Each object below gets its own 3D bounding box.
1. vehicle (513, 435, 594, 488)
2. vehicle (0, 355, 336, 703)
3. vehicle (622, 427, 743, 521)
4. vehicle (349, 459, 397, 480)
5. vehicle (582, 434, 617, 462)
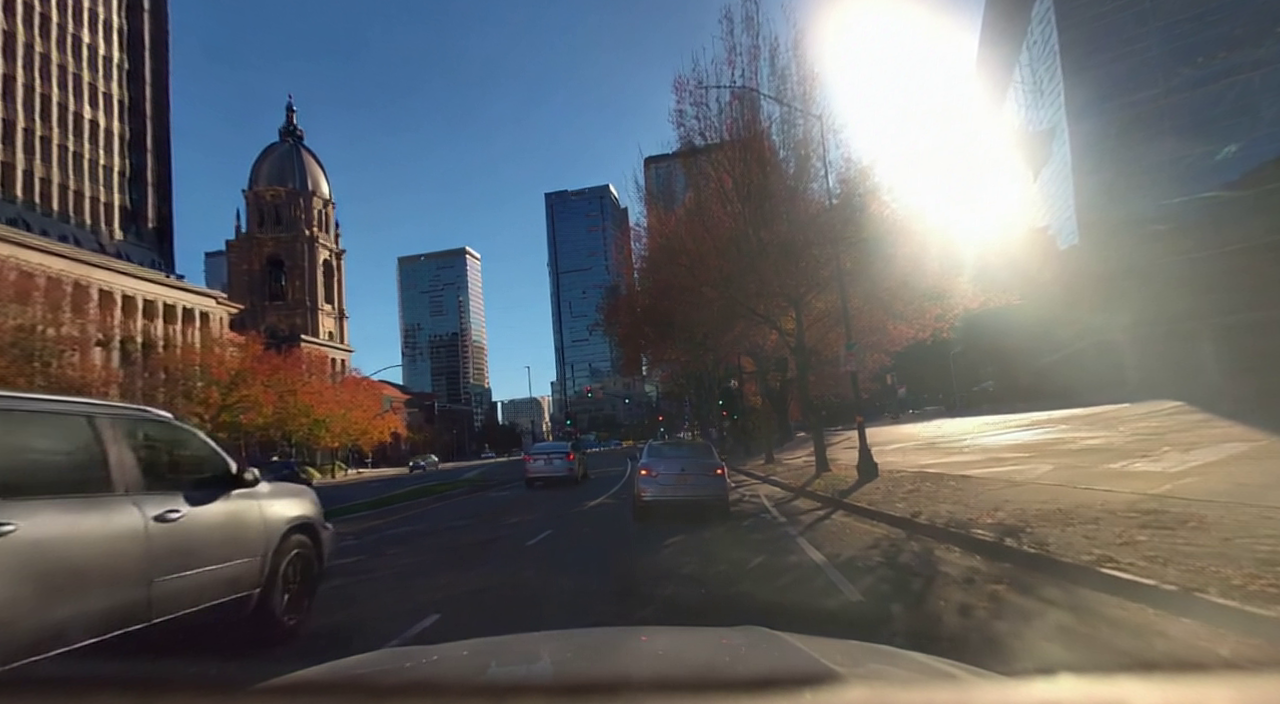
[{"bbox_3d":[-2.668,3.510,20.477,1.961,1.517,4.202,0,-8,1],"label":"vehicle"},{"bbox_3d":[-3.275,0.931,2.919,1.848,1.641,3.686,0,-8,0],"label":"vehicle"},{"bbox_3d":[0.662,2.244,12.074,1.933,1.504,3.802,0,-8,0],"label":"vehicle"},{"bbox_3d":[-20.961,9.223,49.679,1.927,1.519,4.447,0,-8,-1],"label":"vehicle"},{"bbox_3d":[-2.633,6.415,42.094,1.969,1.764,4.160,0,-8,1],"label":"vehicle"}]
